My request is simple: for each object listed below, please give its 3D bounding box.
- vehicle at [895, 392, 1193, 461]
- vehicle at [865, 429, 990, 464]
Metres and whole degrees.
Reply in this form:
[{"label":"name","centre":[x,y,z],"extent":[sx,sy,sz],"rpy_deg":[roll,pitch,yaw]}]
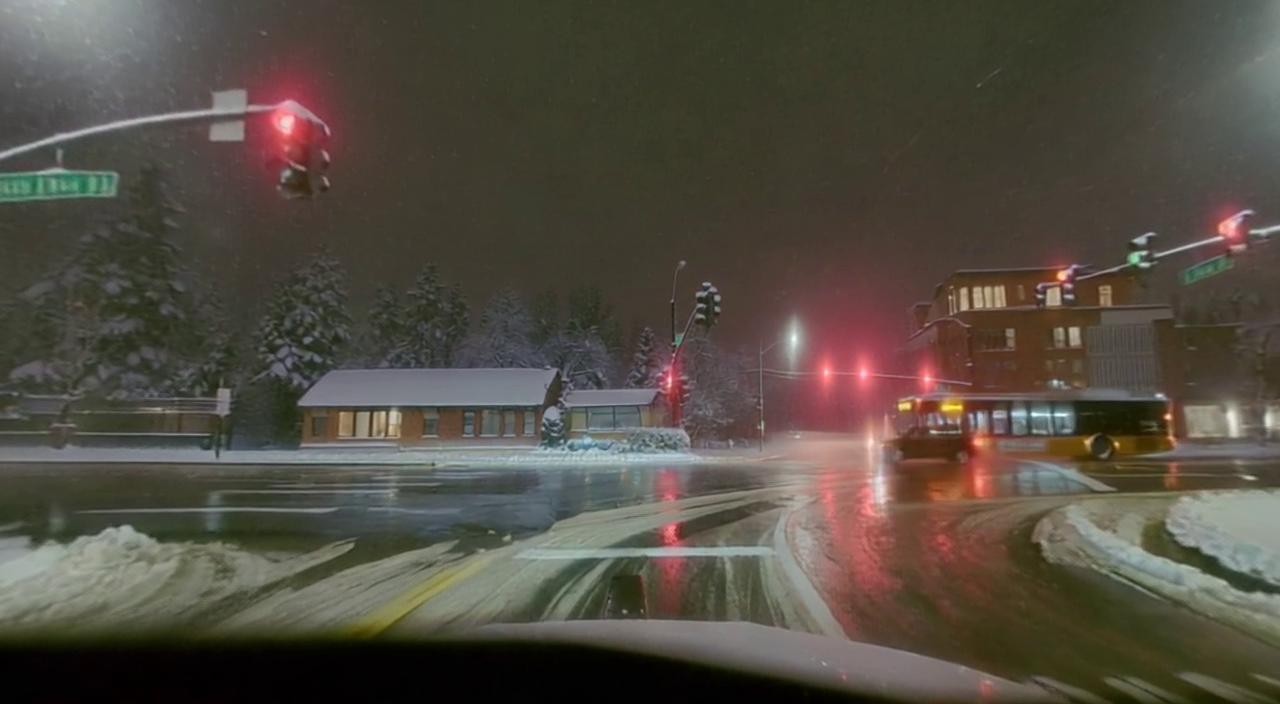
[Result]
[{"label":"vehicle","centre":[19.977,3.804,31.636],"extent":[12.822,3.296,3.033],"rpy_deg":[0,-9,-1]},{"label":"vehicle","centre":[12.505,4.131,27.511],"extent":[4.538,1.461,1.805],"rpy_deg":[0,-9,-1]}]
